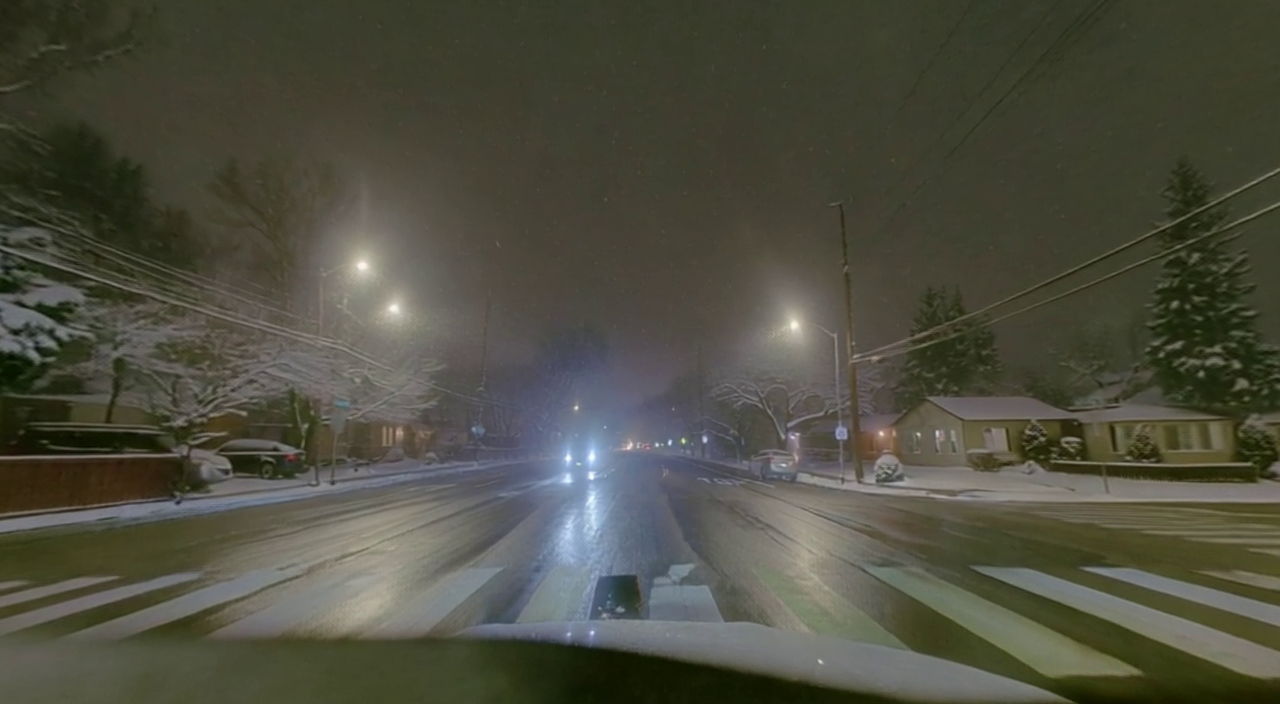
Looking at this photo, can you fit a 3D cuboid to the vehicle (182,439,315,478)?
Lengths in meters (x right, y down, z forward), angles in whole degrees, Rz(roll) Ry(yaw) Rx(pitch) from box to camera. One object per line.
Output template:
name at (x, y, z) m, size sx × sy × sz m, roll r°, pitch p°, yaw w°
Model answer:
vehicle at (-17.940, 4.902, 29.141) m, size 4.743 × 1.734 × 1.994 m, roll 0°, pitch -9°, yaw -1°

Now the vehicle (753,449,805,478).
vehicle at (8.004, 6.449, 36.862) m, size 2.029 × 1.554 × 4.705 m, roll 0°, pitch -9°, yaw 1°

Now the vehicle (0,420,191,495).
vehicle at (-17.916, 3.407, 20.509) m, size 4.800 × 2.259 × 2.303 m, roll 0°, pitch -9°, yaw 0°

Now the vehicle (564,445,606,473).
vehicle at (-3.080, 6.063, 36.003) m, size 2.014 × 1.499 × 3.999 m, roll 0°, pitch -9°, yaw 0°
